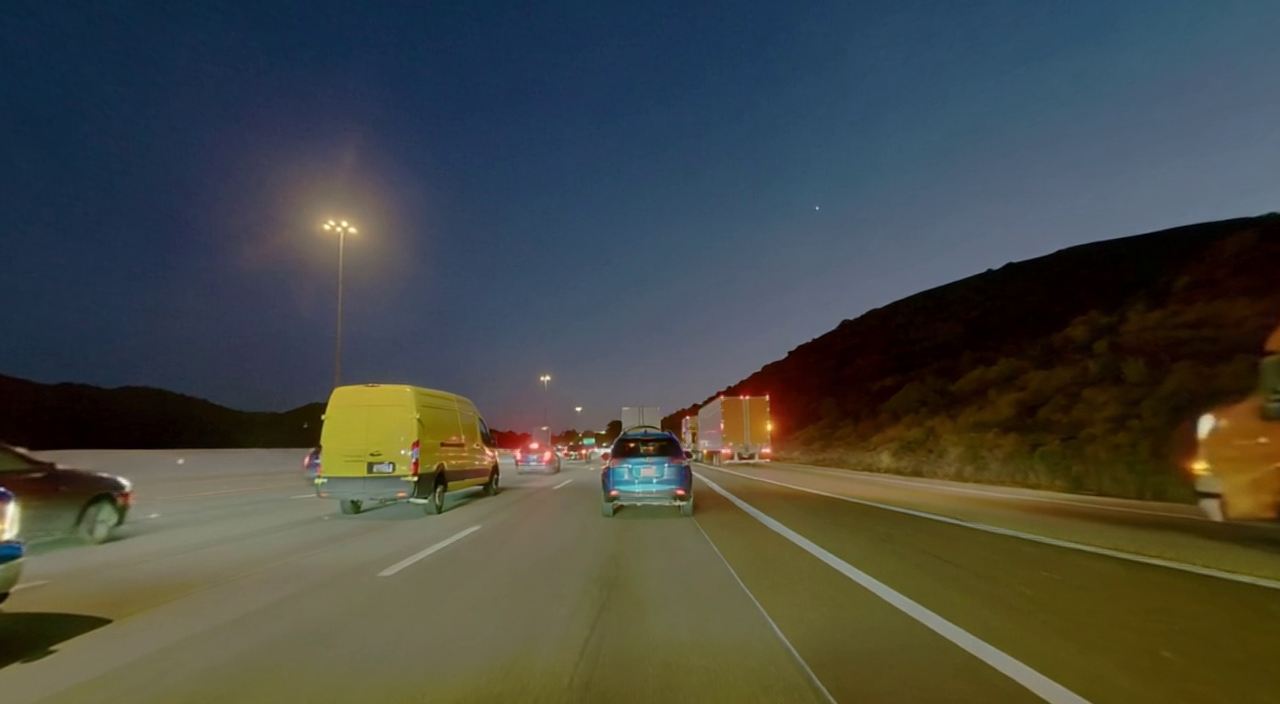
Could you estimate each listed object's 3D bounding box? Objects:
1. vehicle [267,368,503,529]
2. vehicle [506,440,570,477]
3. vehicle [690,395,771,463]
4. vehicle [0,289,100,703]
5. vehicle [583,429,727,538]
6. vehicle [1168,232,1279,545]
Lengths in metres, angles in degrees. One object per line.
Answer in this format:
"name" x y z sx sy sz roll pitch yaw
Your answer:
"vehicle" -4.647 1.933 12.867 2.300 2.522 5.701 0 -8 1
"vehicle" -4.422 4.679 28.004 2.007 1.457 4.447 0 -8 1
"vehicle" 6.334 6.038 47.807 2.989 4.277 16.586 0 -8 -3
"vehicle" -4.283 0.415 0.877 2.195 2.086 5.445 0 -8 0
"vehicle" 0.166 2.128 10.834 2.003 1.499 3.930 0 -8 -1
"vehicle" 11.132 -0.106 4.299 2.977 3.878 11.111 3 -9 -23
